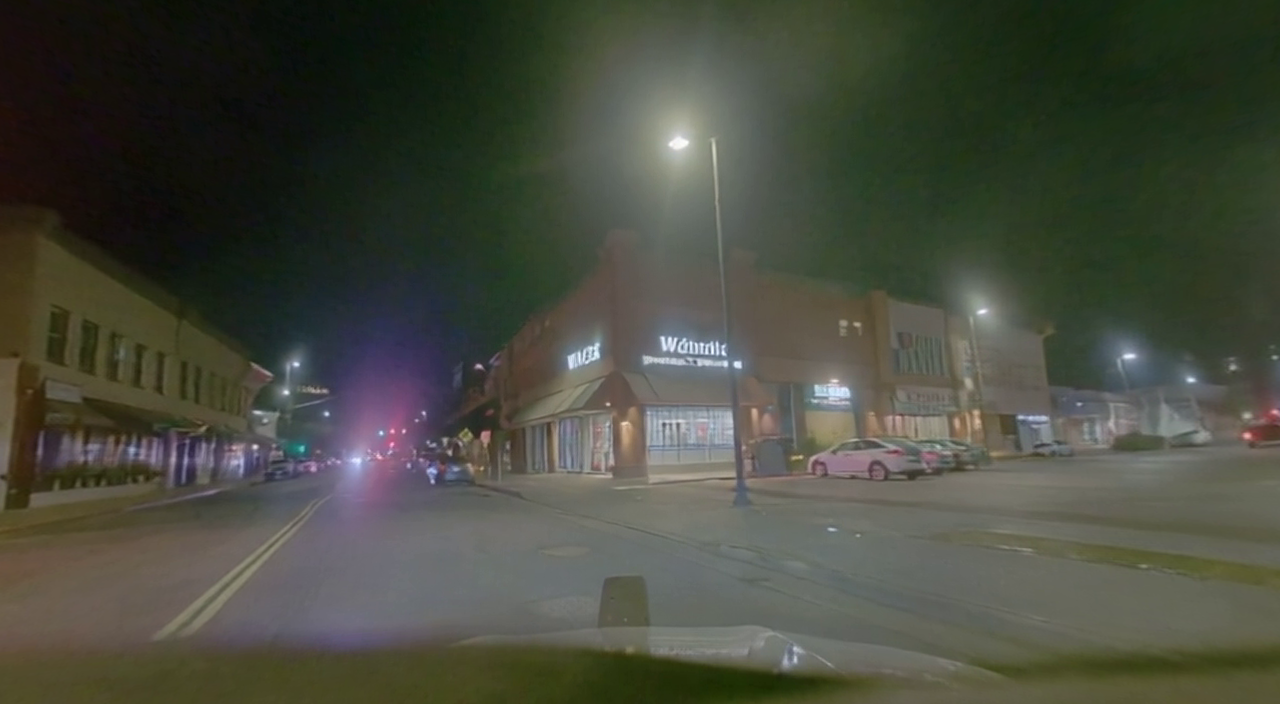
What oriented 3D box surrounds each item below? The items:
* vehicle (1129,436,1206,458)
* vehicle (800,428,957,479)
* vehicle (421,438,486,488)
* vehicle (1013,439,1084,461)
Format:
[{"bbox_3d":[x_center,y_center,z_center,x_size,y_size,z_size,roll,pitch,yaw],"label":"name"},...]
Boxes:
[{"bbox_3d":[37.097,6.688,44.426,1.866,1.486,4.145,0,-8,1],"label":"vehicle"},{"bbox_3d":[8.407,3.604,22.551,4.814,1.618,1.869,-8,-11,41],"label":"vehicle"},{"bbox_3d":[-8.578,4.960,28.749,2.150,2.013,4.748,4,-8,-24],"label":"vehicle"},{"bbox_3d":[26.890,6.444,41.589,1.557,1.372,3.538,4,-10,-28],"label":"vehicle"}]
